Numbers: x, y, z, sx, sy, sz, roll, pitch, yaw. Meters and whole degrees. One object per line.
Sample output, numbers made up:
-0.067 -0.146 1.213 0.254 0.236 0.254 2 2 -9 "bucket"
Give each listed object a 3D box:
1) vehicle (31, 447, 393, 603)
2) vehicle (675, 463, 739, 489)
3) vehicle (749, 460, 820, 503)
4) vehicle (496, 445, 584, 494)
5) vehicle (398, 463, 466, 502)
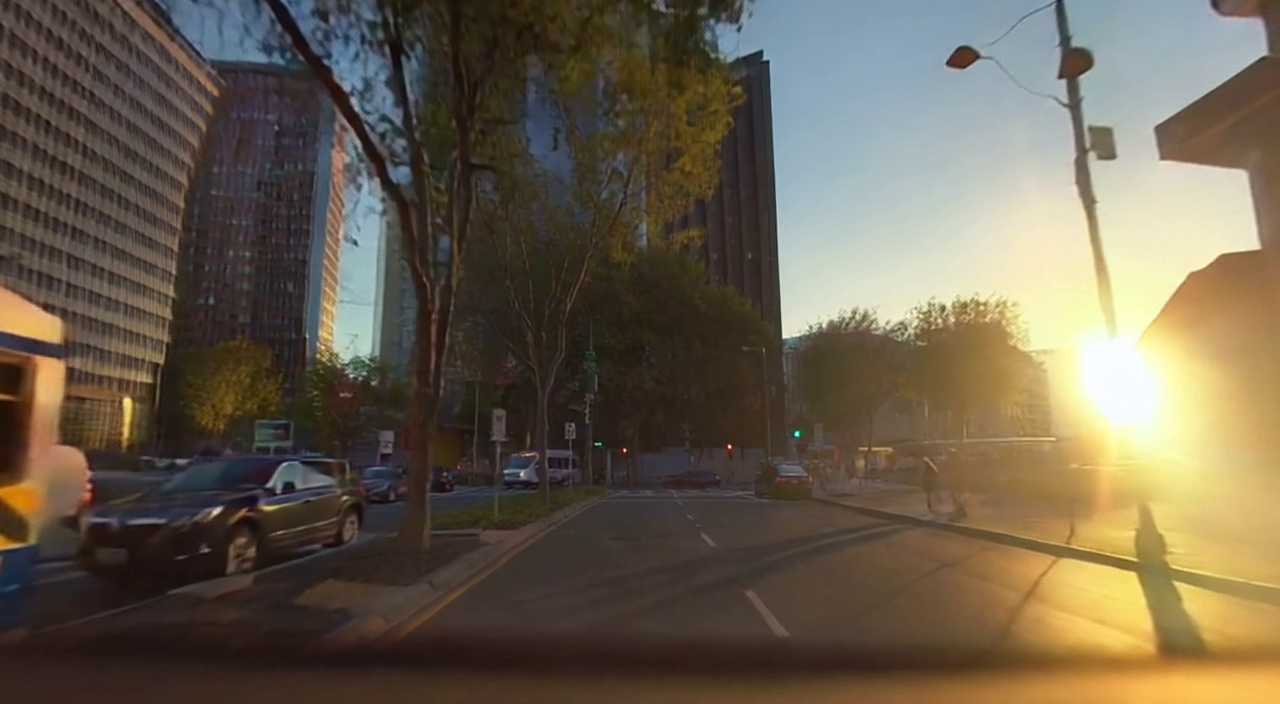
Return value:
-5.087 2.035 8.369 1.914 1.530 3.980 0 -8 1 "vehicle"
5.249 9.810 49.902 4.742 1.906 1.933 0 -8 -2 "vehicle"
6.048 5.454 26.992 1.888 1.536 4.381 0 -8 -1 "vehicle"
-6.427 7.624 41.738 2.591 2.910 6.652 -4 -9 23 "vehicle"
-10.700 6.705 32.836 1.908 1.721 4.285 0 -8 2 "vehicle"
